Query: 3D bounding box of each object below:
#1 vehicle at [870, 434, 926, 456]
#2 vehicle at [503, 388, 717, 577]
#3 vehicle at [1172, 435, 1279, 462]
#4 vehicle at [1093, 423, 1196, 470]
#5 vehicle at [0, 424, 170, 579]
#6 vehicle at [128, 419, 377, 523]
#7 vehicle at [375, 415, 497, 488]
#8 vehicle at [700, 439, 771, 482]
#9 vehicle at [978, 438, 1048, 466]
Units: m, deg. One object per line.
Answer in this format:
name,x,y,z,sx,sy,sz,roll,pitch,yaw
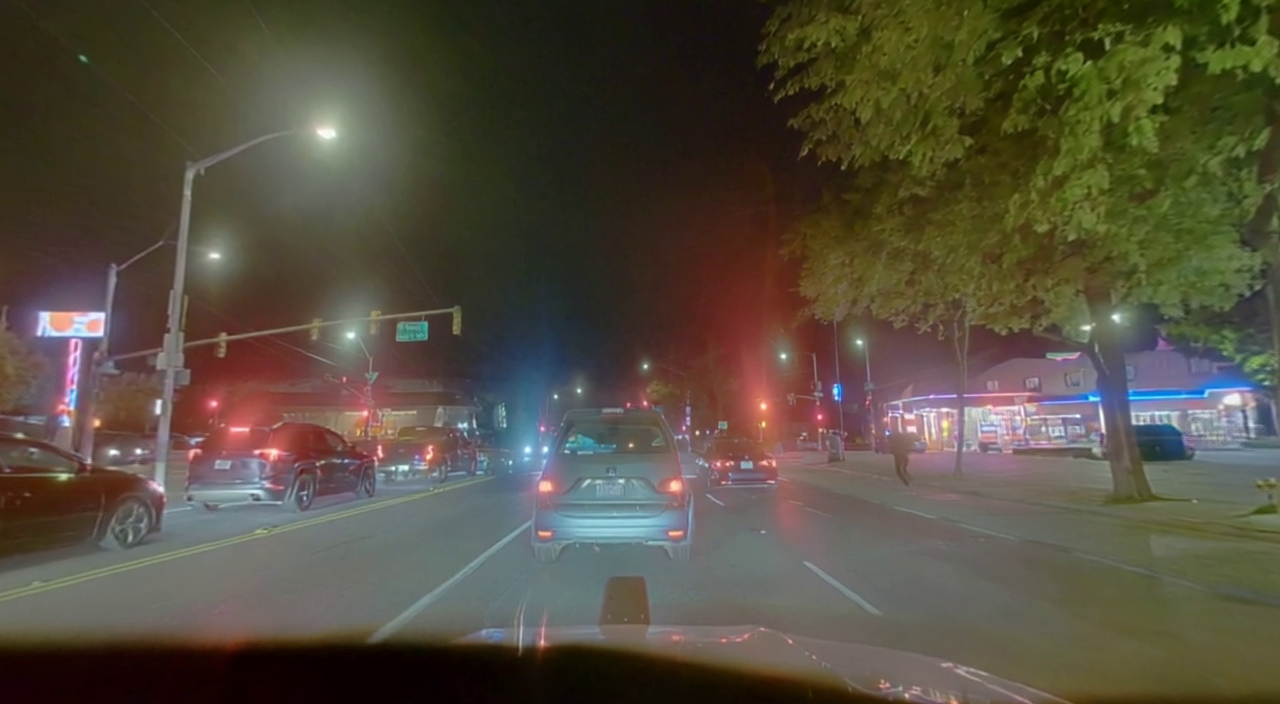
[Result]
vehicle,20.114,7.224,49.071,4.361,1.653,2.034,6,-10,-36
vehicle,-0.302,1.579,8.321,2.064,1.817,4.298,0,-8,0
vehicle,29.687,4.863,31.720,4.176,1.313,1.719,0,-8,2
vehicle,19.264,3.588,24.033,4.156,1.622,1.924,6,-10,-36
vehicle,-6.964,1.400,5.848,1.831,1.451,4.382,0,-8,-1
vehicle,-7.157,2.236,12.385,1.941,1.655,4.503,0,-8,1
vehicle,-6.475,3.244,20.694,2.496,2.112,4.351,0,-8,0
vehicle,3.439,3.994,23.543,2.023,1.441,4.240,0,-8,1
vehicle,20.118,5.348,33.962,3.836,1.443,1.694,5,-10,-35
